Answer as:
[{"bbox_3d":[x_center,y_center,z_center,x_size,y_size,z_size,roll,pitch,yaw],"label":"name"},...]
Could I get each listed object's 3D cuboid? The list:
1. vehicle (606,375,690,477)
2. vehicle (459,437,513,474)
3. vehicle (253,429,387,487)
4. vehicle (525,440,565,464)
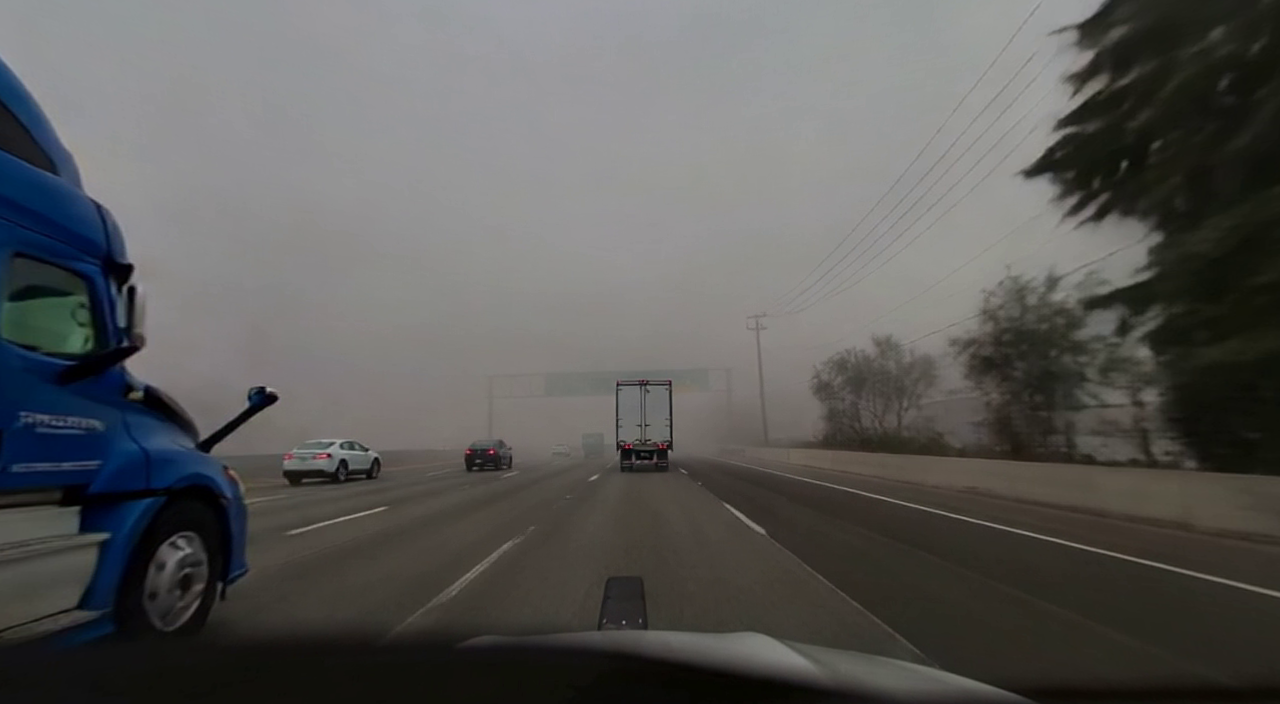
[{"bbox_3d":[0.222,3.335,27.215,2.941,3.604,9.851,0,-9,-1],"label":"vehicle"},{"bbox_3d":[-6.970,4.694,28.768,1.736,1.580,2.778,0,-9,0],"label":"vehicle"},{"bbox_3d":[-10.890,3.643,21.945,2.046,1.779,4.752,0,-9,1],"label":"vehicle"},{"bbox_3d":[-5.914,6.284,39.737,1.933,1.459,4.478,0,-9,-1],"label":"vehicle"}]
